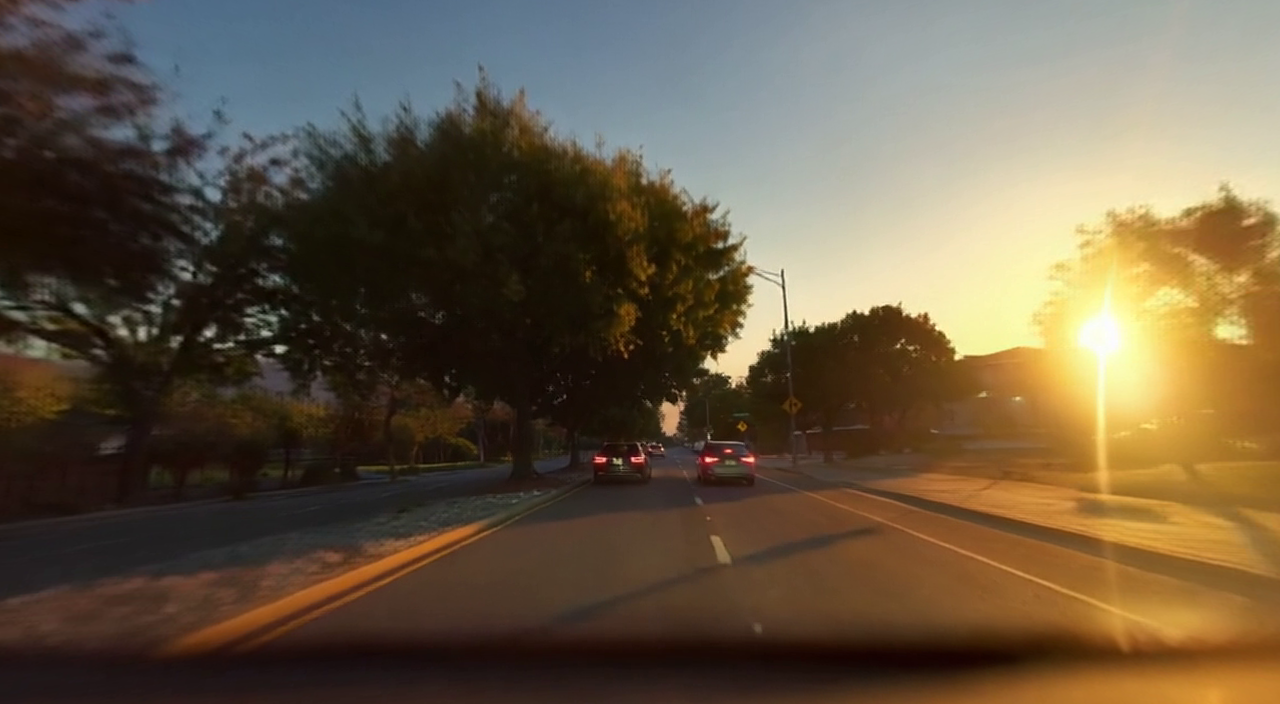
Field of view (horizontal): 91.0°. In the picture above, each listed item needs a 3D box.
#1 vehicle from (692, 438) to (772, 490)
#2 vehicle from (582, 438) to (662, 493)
[{"bbox_3d":[2.828,3.532,20.208,2.065,1.456,4.099,0,-8,2],"label":"vehicle"},{"bbox_3d":[-0.416,3.379,19.166,2.030,1.467,4.403,-1,-8,3],"label":"vehicle"}]
